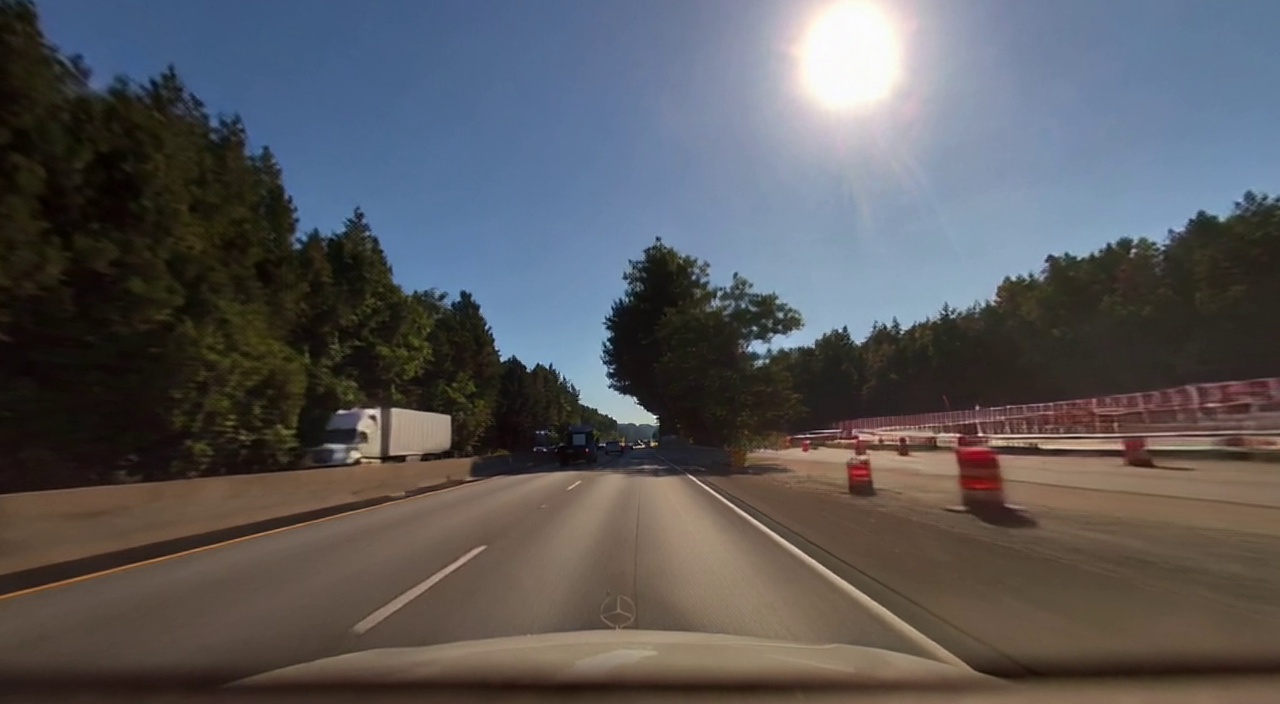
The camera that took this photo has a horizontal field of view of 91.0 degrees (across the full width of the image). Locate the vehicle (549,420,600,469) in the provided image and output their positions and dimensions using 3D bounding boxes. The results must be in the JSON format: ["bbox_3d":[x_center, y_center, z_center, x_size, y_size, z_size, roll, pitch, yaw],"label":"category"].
[{"bbox_3d":[-3.760,5.466,37.350,2.484,2.625,5.907,0,-8,0],"label":"vehicle"}]

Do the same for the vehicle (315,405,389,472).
[{"bbox_3d":[-17.466,5.269,38.388,3.014,3.832,3.036,0,-8,-1],"label":"vehicle"}]
